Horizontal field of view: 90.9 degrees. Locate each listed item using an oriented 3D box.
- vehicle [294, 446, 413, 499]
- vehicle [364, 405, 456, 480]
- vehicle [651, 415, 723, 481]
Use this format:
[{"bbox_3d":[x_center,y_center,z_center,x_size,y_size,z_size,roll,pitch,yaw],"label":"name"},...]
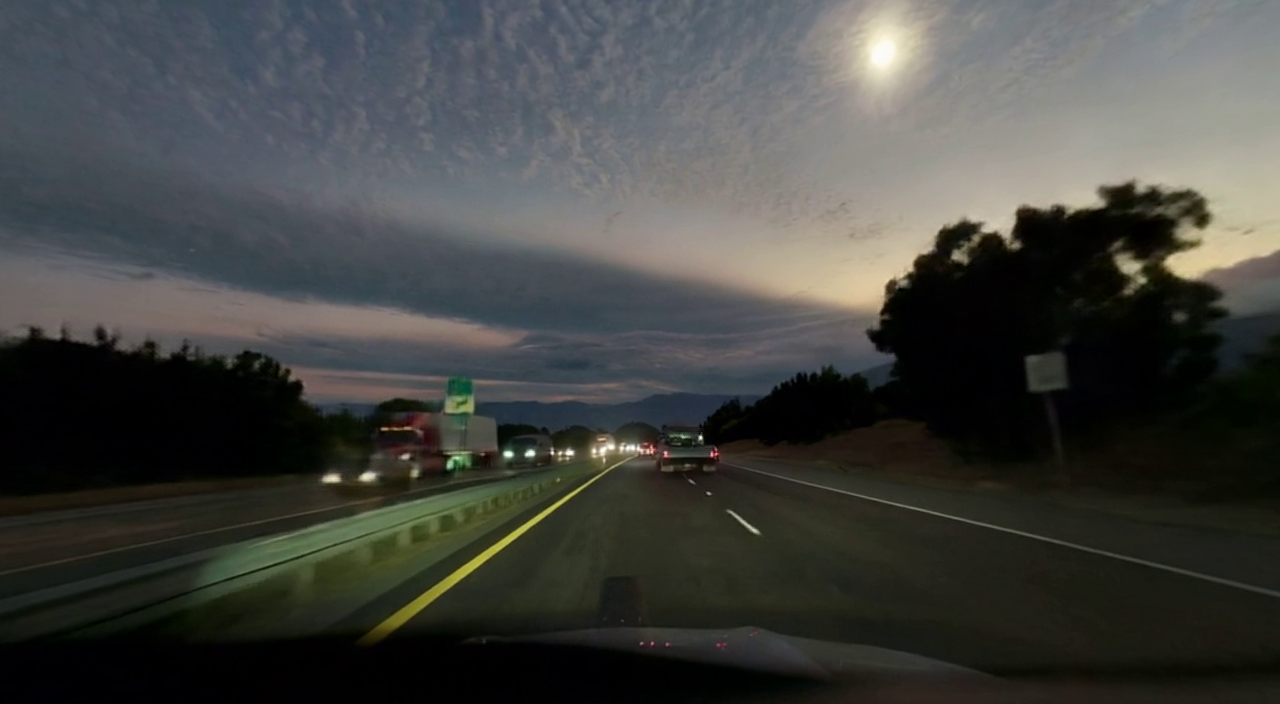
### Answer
[{"bbox_3d":[-9.009,3.802,20.252,1.945,1.484,3.953,0,-9,0],"label":"vehicle"},{"bbox_3d":[-13.296,5.318,37.030,3.042,4.009,5.906,0,-9,1],"label":"vehicle"},{"bbox_3d":[1.840,4.065,26.802,2.423,2.517,5.055,0,-9,-3],"label":"vehicle"}]
